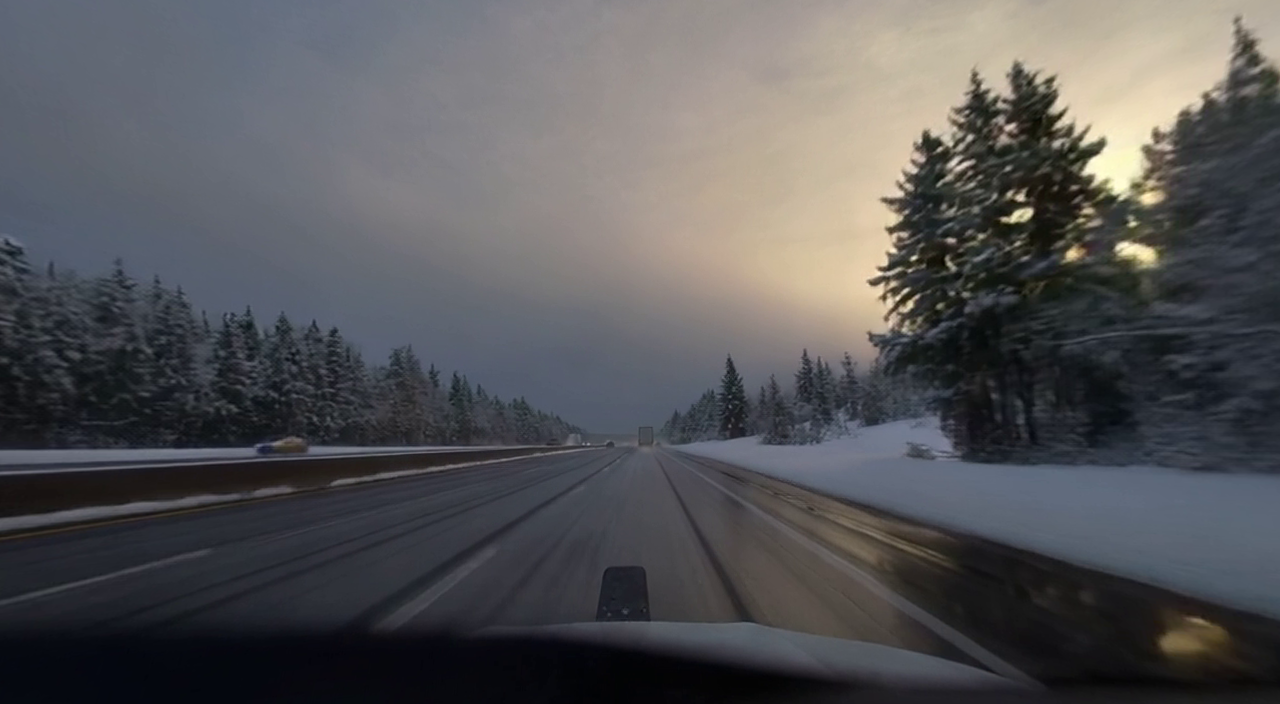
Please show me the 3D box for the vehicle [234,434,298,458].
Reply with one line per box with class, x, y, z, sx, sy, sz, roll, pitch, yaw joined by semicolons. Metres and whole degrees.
vehicle;-24.245;6.126;40.933;1.737;1.477;3.839;0;-8;1
